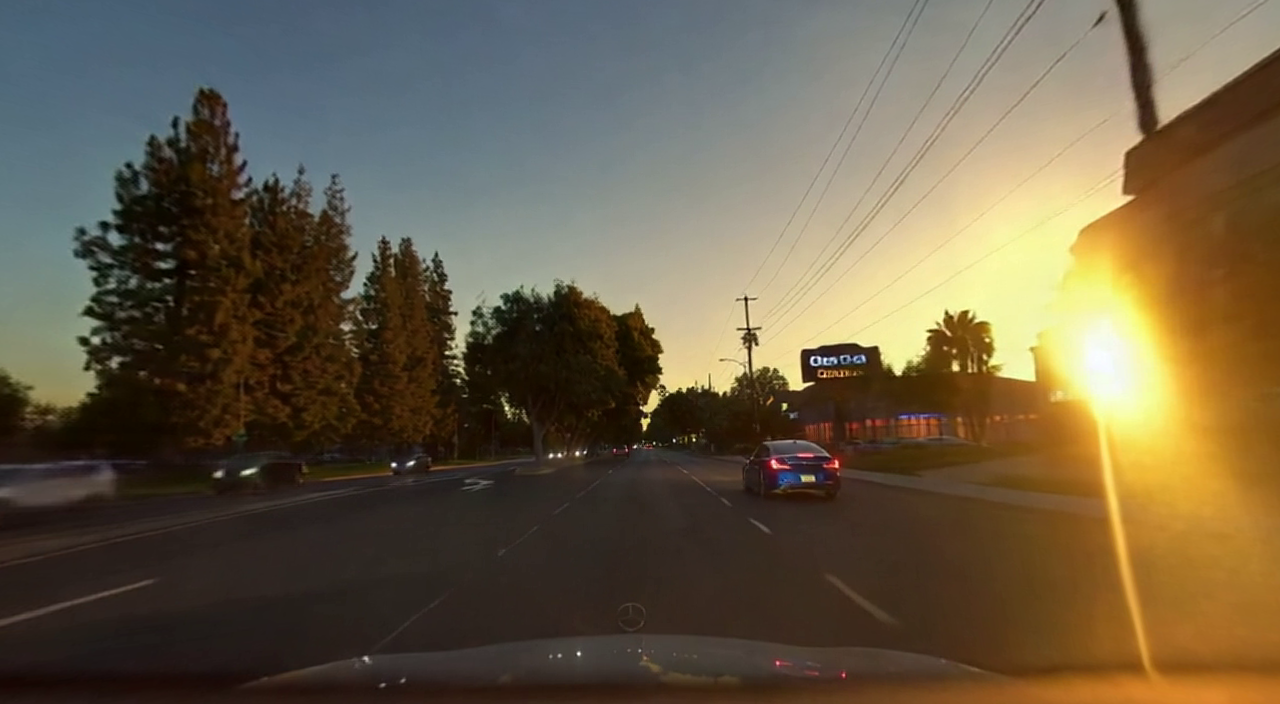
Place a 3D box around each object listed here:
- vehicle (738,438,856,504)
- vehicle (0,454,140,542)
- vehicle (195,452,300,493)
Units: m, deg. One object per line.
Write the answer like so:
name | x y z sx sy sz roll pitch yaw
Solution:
vehicle | 3.948 3.055 16.686 1.977 1.474 4.399 -1 -9 0
vehicle | -12.447 2.775 12.175 1.986 1.514 4.300 -1 -9 1
vehicle | -19.040 5.831 30.880 2.098 1.797 4.646 -1 -9 1
